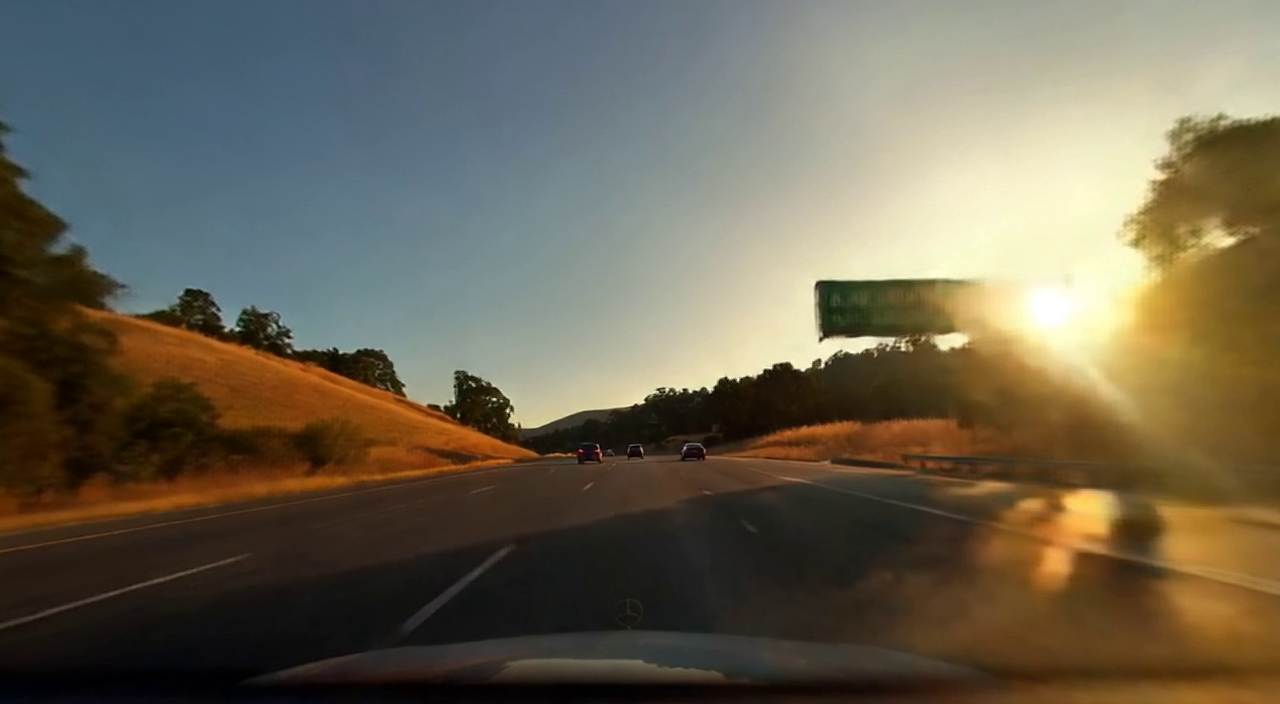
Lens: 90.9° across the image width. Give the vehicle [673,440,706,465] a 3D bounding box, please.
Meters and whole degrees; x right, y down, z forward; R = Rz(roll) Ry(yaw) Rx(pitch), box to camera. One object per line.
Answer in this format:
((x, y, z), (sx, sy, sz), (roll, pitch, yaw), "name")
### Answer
((3.693, 7.526, 47.324), (1.995, 1.712, 4.206), (0, -8, -2), "vehicle")
